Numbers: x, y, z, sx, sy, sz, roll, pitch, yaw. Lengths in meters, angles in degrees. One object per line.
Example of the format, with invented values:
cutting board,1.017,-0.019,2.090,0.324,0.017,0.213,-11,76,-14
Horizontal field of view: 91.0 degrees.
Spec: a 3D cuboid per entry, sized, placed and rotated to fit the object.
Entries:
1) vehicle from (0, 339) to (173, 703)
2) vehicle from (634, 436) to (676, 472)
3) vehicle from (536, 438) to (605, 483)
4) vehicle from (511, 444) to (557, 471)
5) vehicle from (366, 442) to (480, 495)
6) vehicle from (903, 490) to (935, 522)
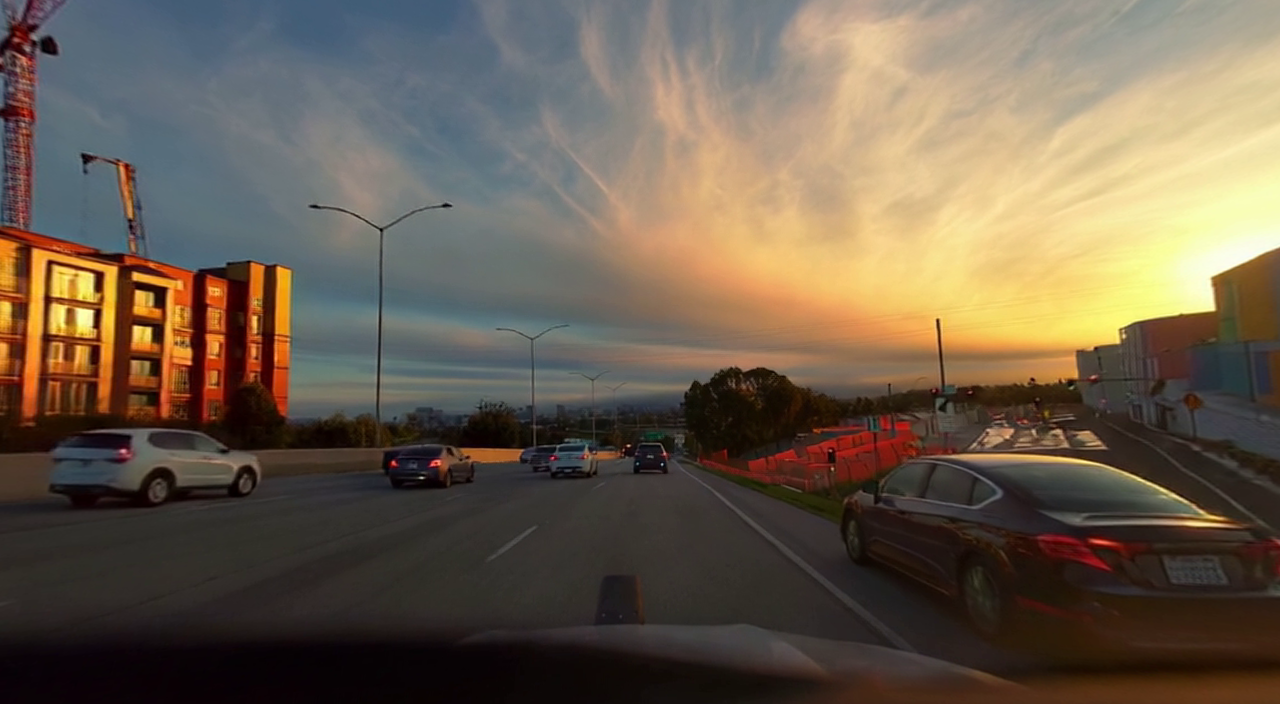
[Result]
vehicle,-3.665,0.603,1.237,2.045,1.710,4.382,0,-8,1
vehicle,0.801,5.433,33.595,2.116,1.763,4.352,0,-8,1
vehicle,-2.733,4.434,26.022,2.109,1.657,4.554,0,-8,3
vehicle,-6.332,6.362,38.232,1.931,1.505,4.386,0,-8,1
vehicle,-6.771,3.660,20.238,1.959,1.486,4.460,0,-8,2
vehicle,21.570,11.896,48.787,1.859,1.579,4.190,-6,-3,20
